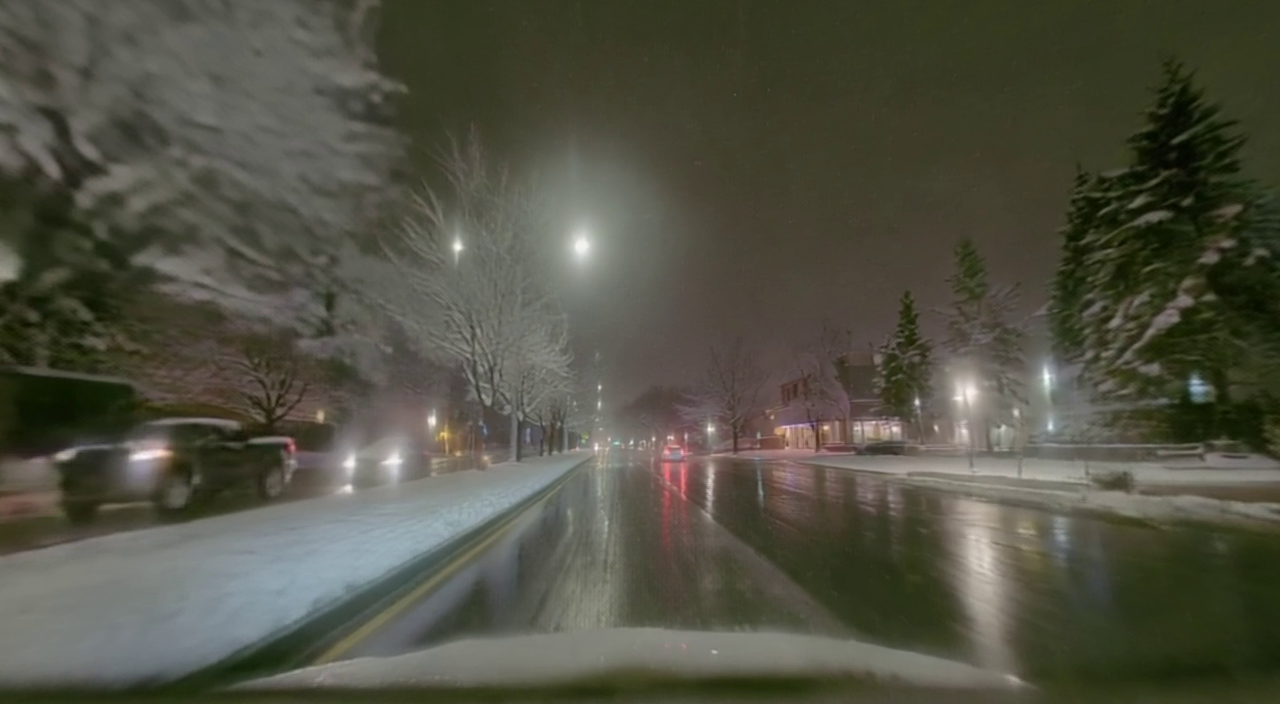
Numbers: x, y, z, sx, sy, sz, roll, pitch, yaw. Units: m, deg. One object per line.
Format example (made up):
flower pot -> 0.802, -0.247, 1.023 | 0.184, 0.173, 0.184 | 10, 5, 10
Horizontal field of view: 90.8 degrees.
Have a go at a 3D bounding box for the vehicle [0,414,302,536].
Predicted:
vehicle -> -8.727, 2.150, 12.003 | 2.016, 1.766, 5.155 | 0, -7, -4

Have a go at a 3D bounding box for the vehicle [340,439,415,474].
vehicle -> -13.667, 5.431, 33.171 | 2.123, 1.692, 4.419 | 0, -9, -2

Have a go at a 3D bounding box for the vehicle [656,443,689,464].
vehicle -> 2.419, 7.670, 47.786 | 1.913, 1.473, 4.360 | 1, -9, -5
